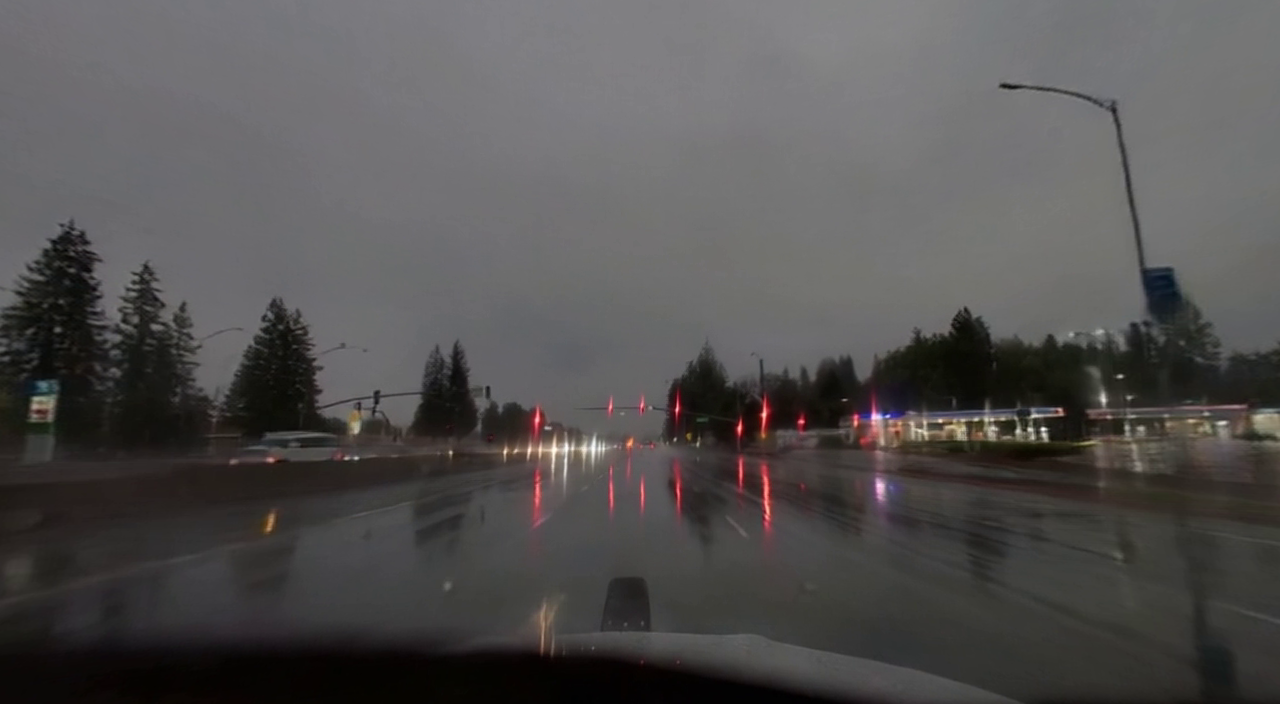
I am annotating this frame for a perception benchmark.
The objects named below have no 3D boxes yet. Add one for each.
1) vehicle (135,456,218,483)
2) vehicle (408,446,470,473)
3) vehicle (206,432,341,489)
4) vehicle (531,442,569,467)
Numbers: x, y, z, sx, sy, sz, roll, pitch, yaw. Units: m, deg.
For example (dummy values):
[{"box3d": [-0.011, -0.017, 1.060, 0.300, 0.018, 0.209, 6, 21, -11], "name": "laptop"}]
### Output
[{"box3d": [-26.347, 6.655, 35.955, 1.673, 1.400, 3.902, 0, -8, 2], "name": "vehicle"}, {"box3d": [-11.149, 5.966, 35.304, 1.937, 1.426, 4.529, 0, -8, 0], "name": "vehicle"}, {"box3d": [-14.442, 4.293, 25.341, 2.160, 1.993, 5.347, 0, -8, 0], "name": "vehicle"}, {"box3d": [-5.955, 6.808, 42.115, 1.843, 1.528, 4.121, 0, -8, 1], "name": "vehicle"}]
